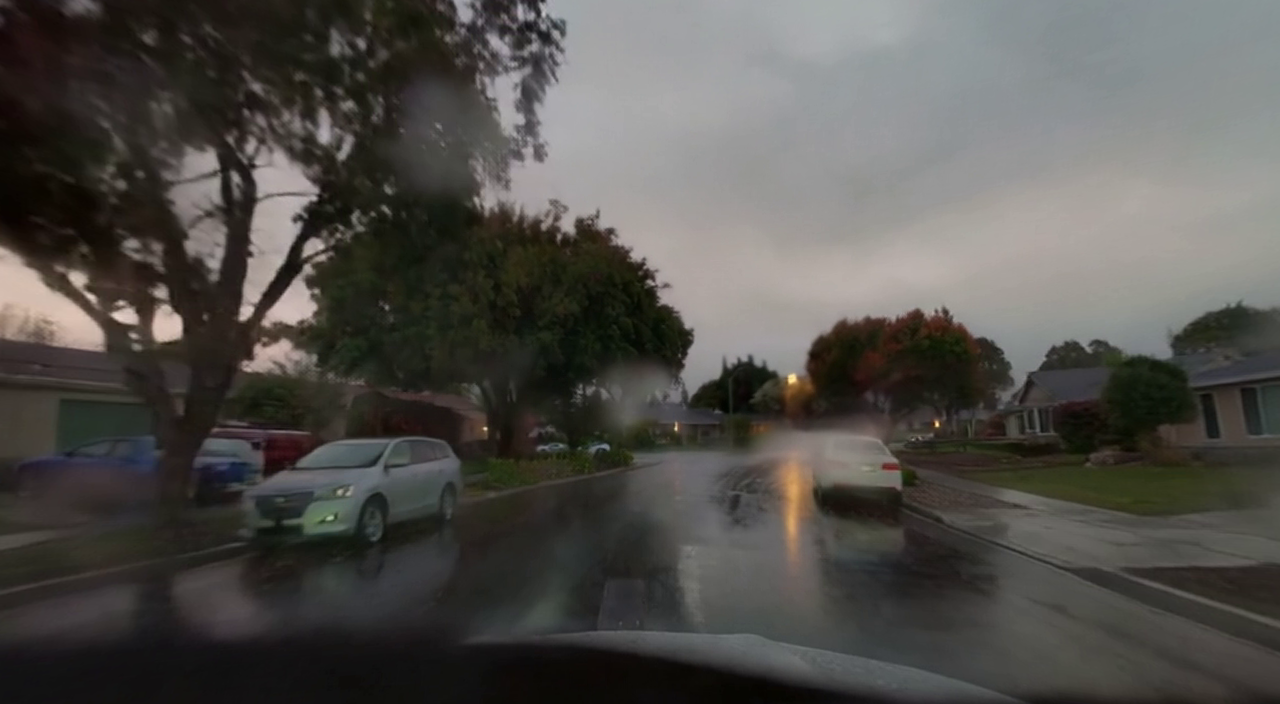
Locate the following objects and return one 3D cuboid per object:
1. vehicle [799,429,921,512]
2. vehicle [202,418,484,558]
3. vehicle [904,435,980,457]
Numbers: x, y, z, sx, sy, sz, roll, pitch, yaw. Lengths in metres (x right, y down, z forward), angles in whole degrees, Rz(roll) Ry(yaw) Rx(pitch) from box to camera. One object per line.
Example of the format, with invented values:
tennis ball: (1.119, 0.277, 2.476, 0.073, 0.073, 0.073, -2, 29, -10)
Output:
vehicle: (5.034, 2.748, 15.194, 2.075, 1.657, 4.648, -2, -9, 11)
vehicle: (-4.455, 2.072, 10.502, 2.041, 1.762, 4.508, -3, -8, 8)
vehicle: (21.488, 6.749, 45.173, 4.554, 1.521, 1.937, -2, -9, 16)
